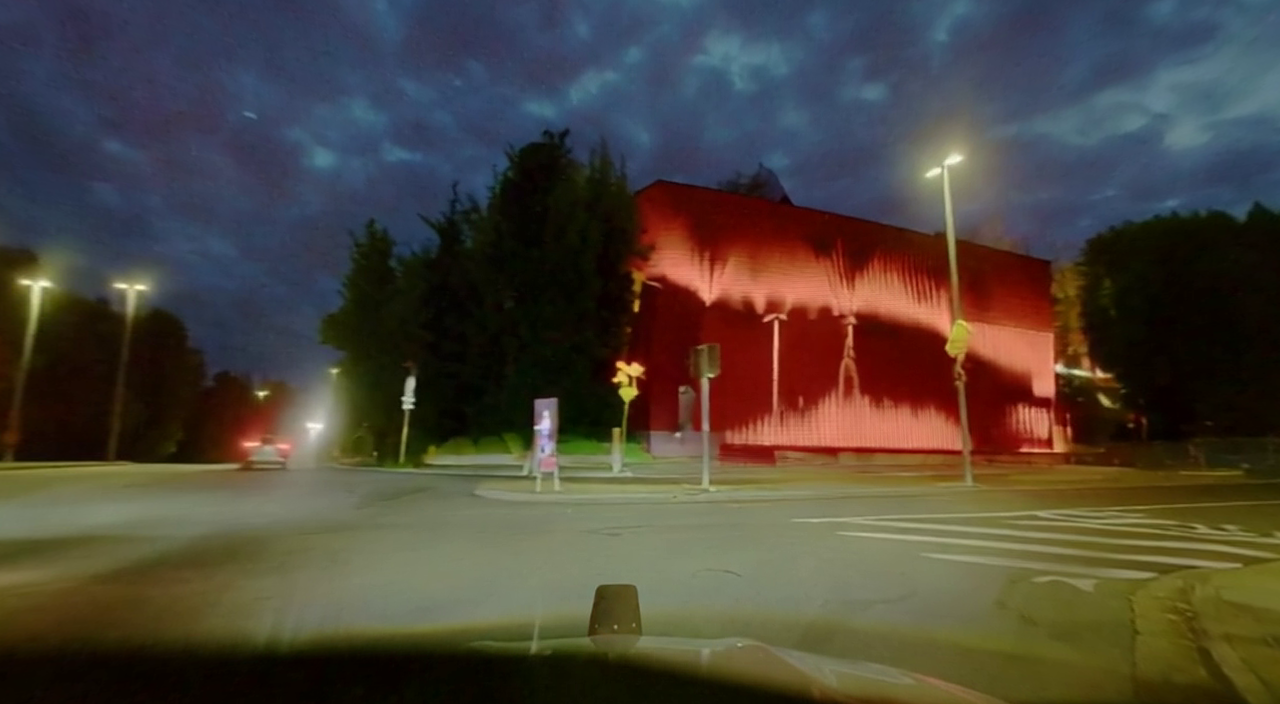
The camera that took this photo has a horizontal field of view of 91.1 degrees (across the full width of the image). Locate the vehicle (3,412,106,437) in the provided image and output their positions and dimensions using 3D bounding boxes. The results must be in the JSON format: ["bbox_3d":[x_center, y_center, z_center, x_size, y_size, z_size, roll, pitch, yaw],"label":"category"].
[{"bbox_3d":[-35.492,4.411,38.153,4.442,1.468,1.821,0,-8,1],"label":"vehicle"}]

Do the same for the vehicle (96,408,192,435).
[{"bbox_3d":[-35.534,5.018,45.141,5.015,1.909,2.034,0,-8,-2],"label":"vehicle"}]

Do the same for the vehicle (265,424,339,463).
[{"bbox_3d":[-13.597,3.706,25.557,1.962,1.424,4.289,3,-8,-19],"label":"vehicle"}]

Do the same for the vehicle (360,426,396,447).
[{"bbox_3d":[-19.481,6.319,46.840,1.742,1.504,3.771,2,-8,-11],"label":"vehicle"}]

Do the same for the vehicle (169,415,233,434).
[{"bbox_3d":[-34.865,5.787,49.937,3.774,1.439,1.676,0,-8,-3],"label":"vehicle"}]
